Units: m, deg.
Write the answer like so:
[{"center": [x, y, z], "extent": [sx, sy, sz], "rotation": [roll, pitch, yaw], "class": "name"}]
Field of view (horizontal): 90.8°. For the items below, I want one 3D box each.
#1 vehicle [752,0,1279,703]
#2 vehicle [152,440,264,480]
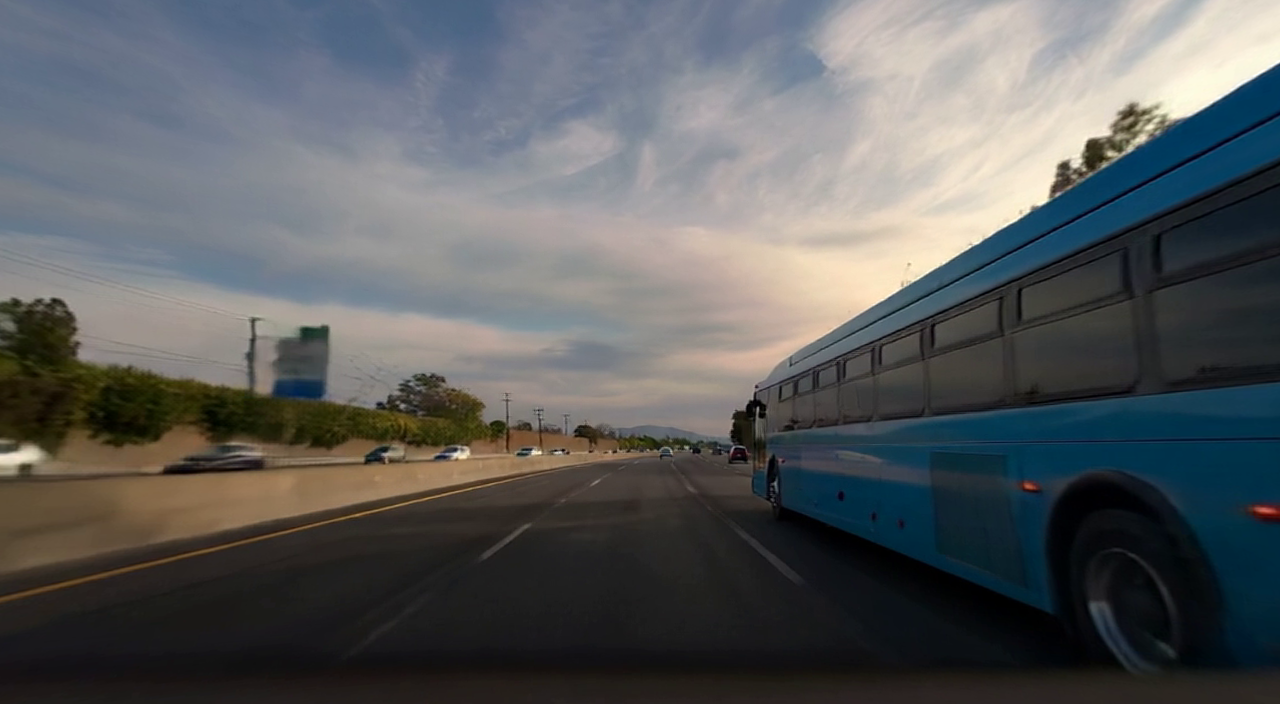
[{"center": [4.137, 0.637, 7.410], "extent": [3.144, 3.580, 14.591], "rotation": [0, -9, 1], "class": "vehicle"}, {"center": [-21.043, 5.263, 31.074], "extent": [2.080, 1.759, 4.643], "rotation": [0, -9, 2], "class": "vehicle"}]
